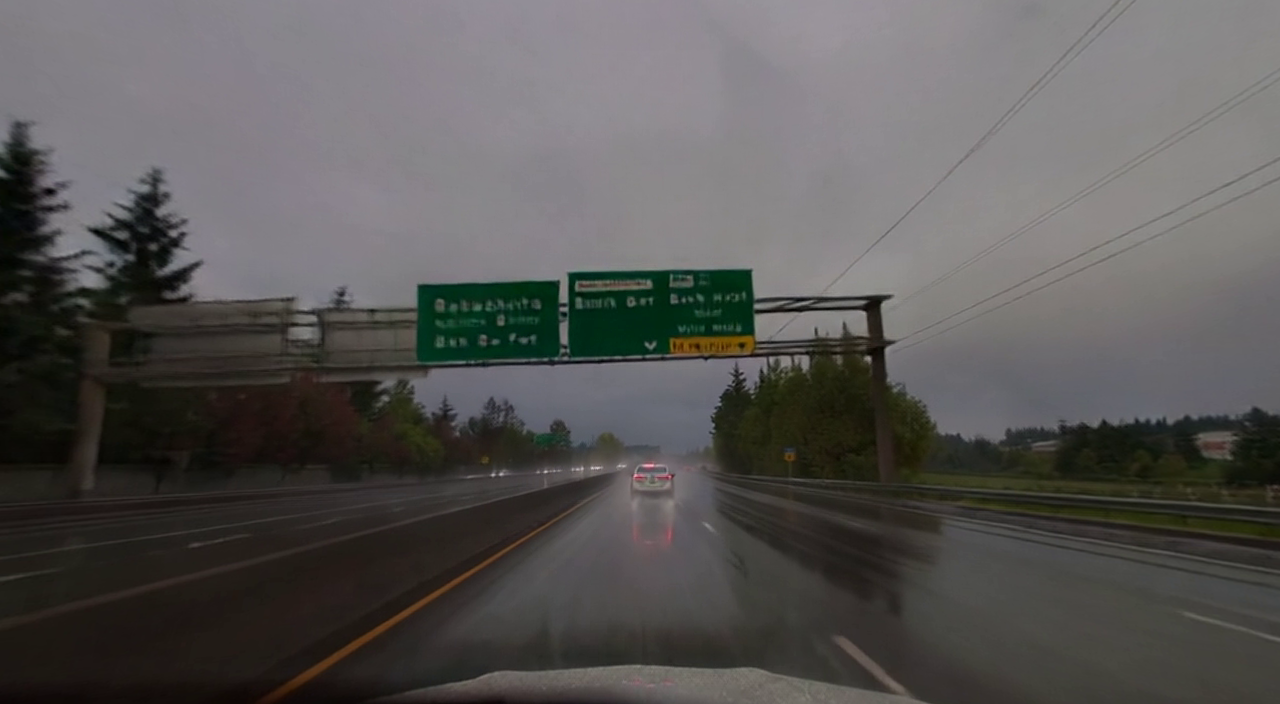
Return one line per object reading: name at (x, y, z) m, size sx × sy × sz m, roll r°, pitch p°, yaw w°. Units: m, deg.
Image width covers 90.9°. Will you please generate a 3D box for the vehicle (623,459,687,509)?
vehicle at (0.480, 4.430, 21.417) m, size 1.987 × 1.480 × 3.786 m, roll 1°, pitch -10°, yaw 0°
